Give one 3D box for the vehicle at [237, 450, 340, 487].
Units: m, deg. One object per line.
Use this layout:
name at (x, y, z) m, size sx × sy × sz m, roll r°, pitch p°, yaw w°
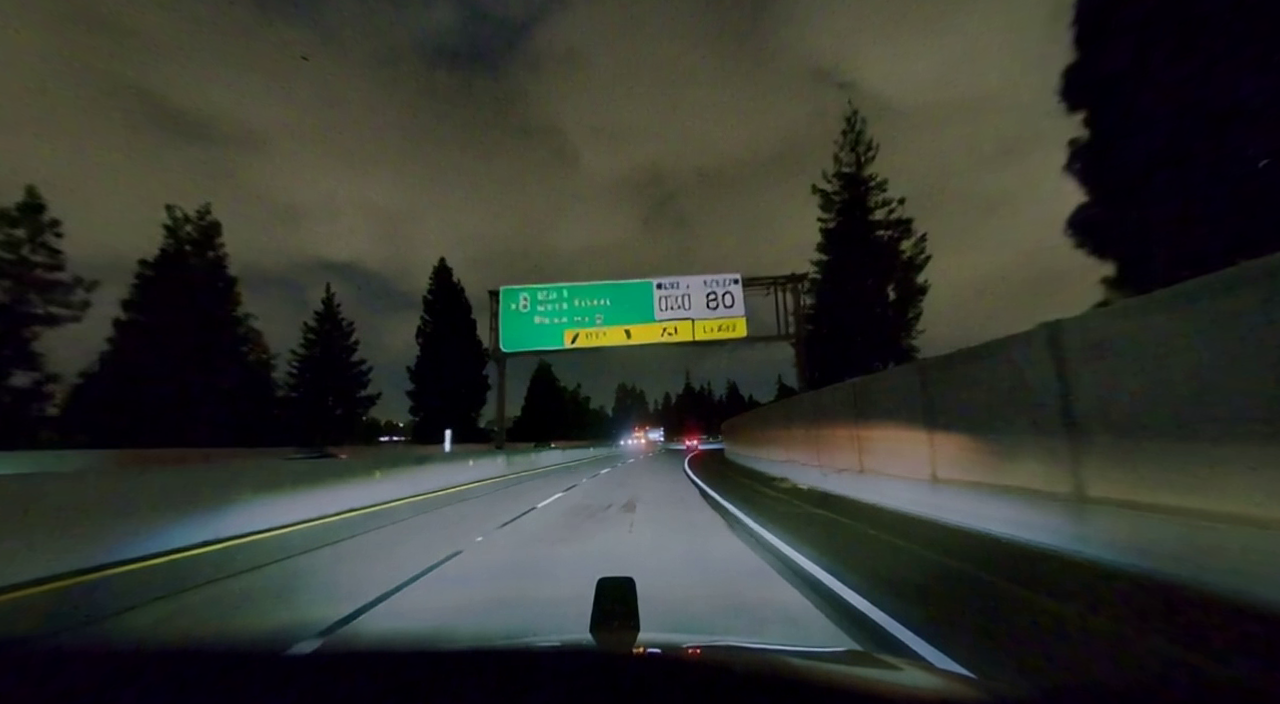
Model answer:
vehicle at (-16.130, 5.342, 29.197) m, size 2.046 × 1.468 × 4.523 m, roll -1°, pitch -8°, yaw 2°
